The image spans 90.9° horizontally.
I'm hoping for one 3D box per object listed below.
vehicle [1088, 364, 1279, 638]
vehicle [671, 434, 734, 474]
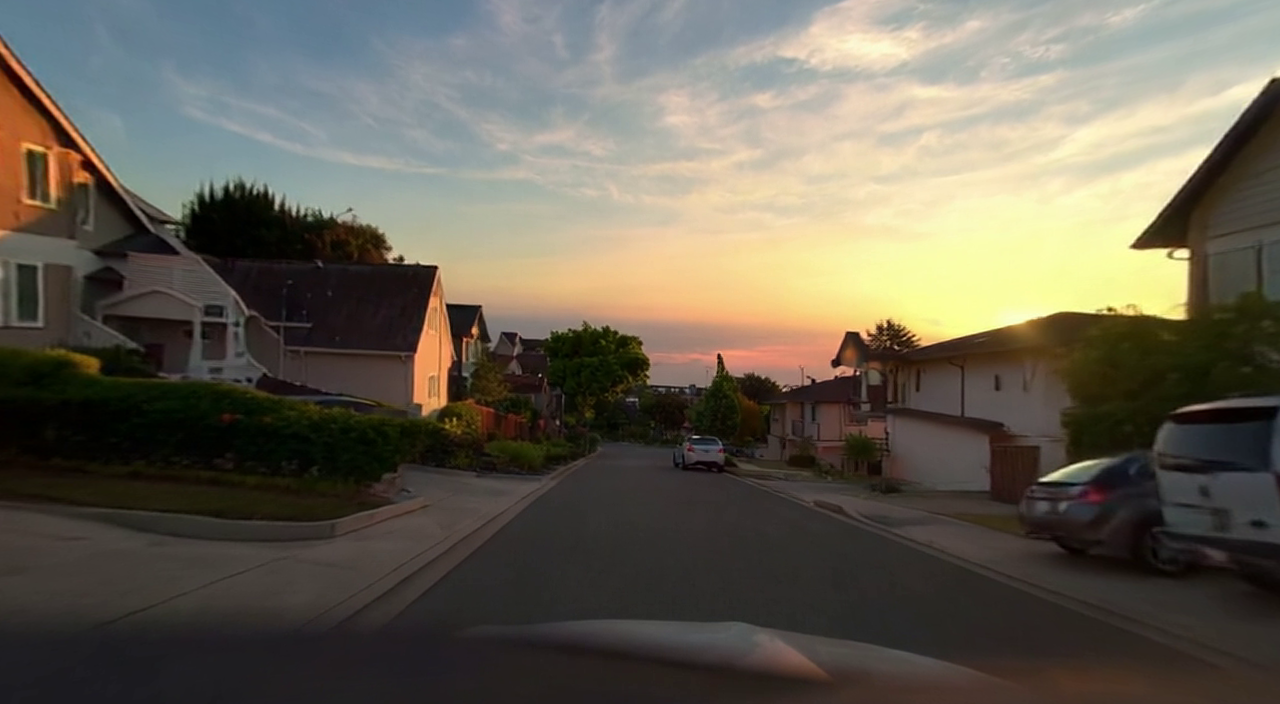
[{"bbox_3d":[8.232,1.394,6.364,5.739,2.299,2.216,0,-8,-3],"label":"vehicle"},{"bbox_3d":[2.477,4.156,26.106,1.955,1.498,4.046,0,-7,-4],"label":"vehicle"}]
